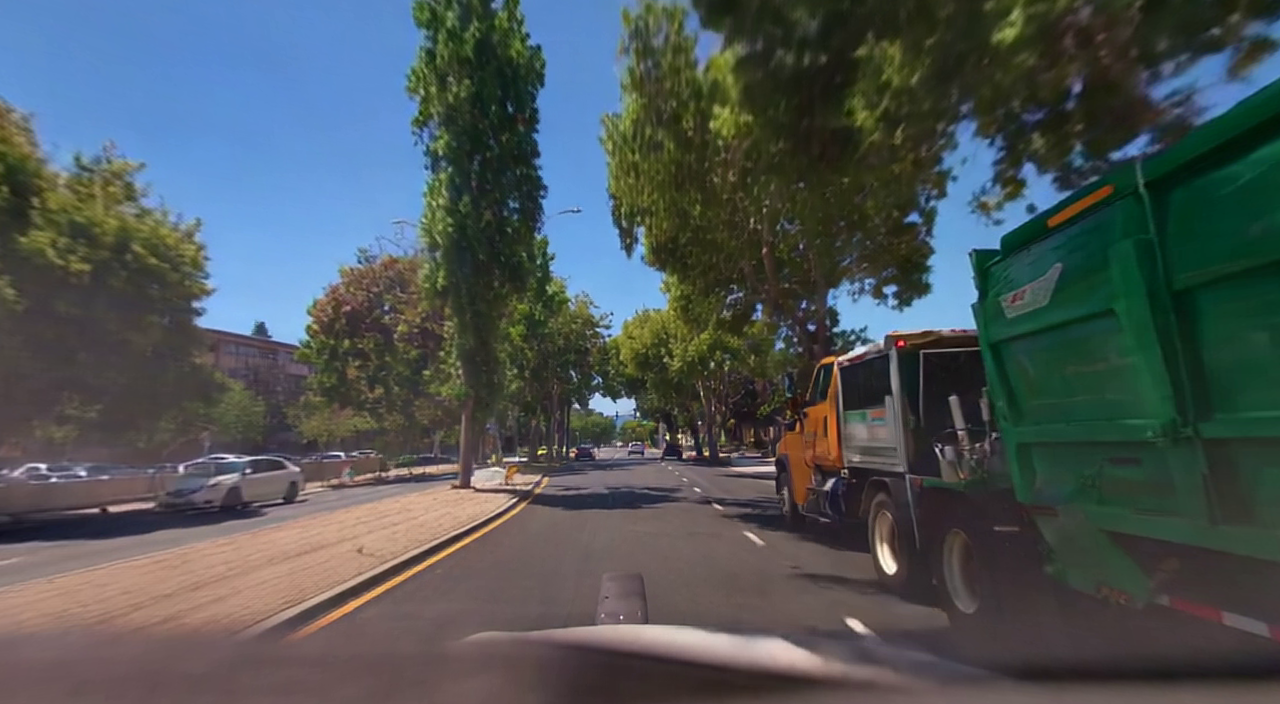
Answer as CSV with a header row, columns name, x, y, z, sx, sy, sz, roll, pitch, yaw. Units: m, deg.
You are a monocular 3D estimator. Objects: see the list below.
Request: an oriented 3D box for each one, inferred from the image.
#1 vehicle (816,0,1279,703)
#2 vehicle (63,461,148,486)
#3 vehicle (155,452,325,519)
name,x,y,z,sx,sy,sz,roll,pitch,yaw
vehicle,3.932,0.146,3.455,2.731,3.407,10.262,0,-8,-1
vehicle,-36.249,8.258,43.009,1.828,1.470,4.423,0,-8,0
vehicle,-13.594,4.499,22.106,2.290,1.943,5.833,0,-9,-2
